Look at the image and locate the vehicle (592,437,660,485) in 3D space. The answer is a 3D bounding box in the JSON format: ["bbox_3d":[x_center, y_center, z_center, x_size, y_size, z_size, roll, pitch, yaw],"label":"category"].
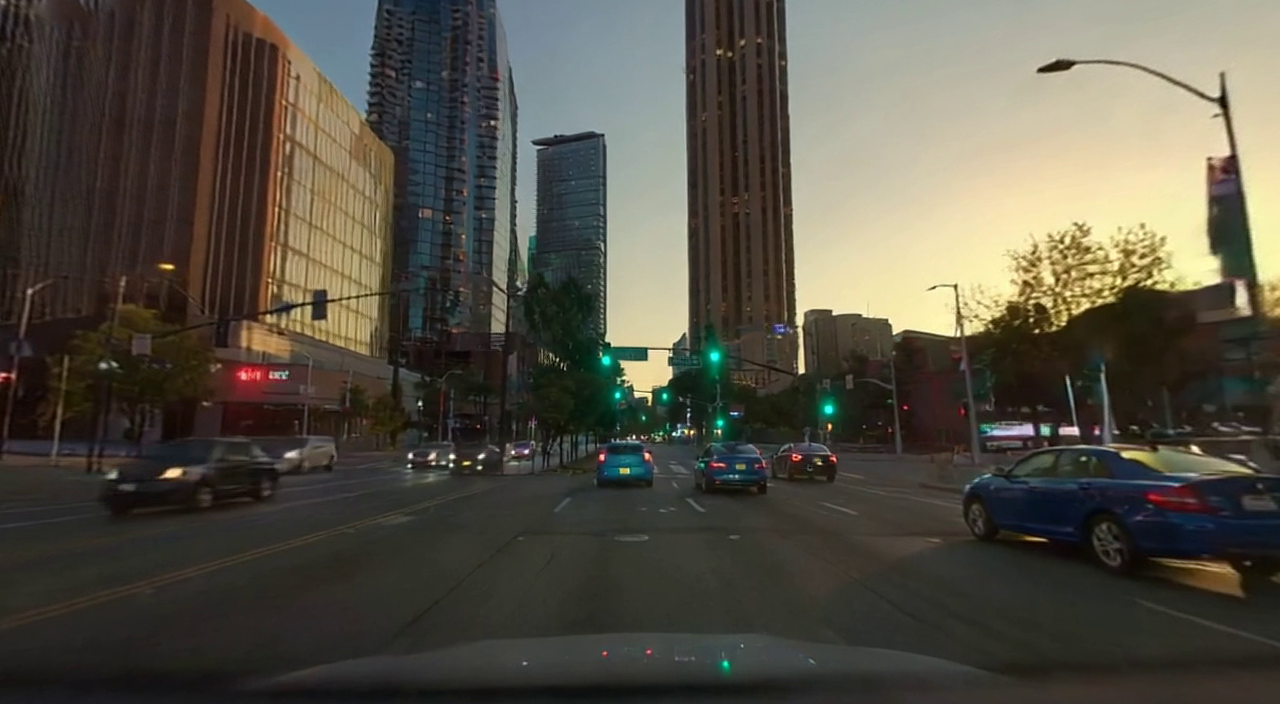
[{"bbox_3d":[-0.460,3.666,21.497,2.096,1.457,4.160,0,-8,-1],"label":"vehicle"}]

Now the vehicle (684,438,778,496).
[{"bbox_3d":[2.492,3.291,18.485,1.987,1.484,4.427,0,-9,-2],"label":"vehicle"}]

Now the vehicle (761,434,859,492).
[{"bbox_3d":[5.648,3.739,21.656,2.015,1.745,4.444,0,-9,-2],"label":"vehicle"}]

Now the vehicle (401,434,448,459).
[{"bbox_3d":[-15.639,6.900,46.162,1.932,1.760,4.422,0,-9,-1],"label":"vehicle"}]

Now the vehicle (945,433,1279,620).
[{"bbox_3d":[5.774,1.754,7.468,1.914,1.484,4.639,0,-9,-2],"label":"vehicle"}]

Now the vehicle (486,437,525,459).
[{"bbox_3d":[-10.033,7.220,47.440,1.960,1.568,4.511,0,-9,0],"label":"vehicle"}]

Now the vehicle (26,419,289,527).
[{"bbox_3d":[-9.349,2.356,12.873,1.827,1.787,4.474,0,-9,-1],"label":"vehicle"}]
